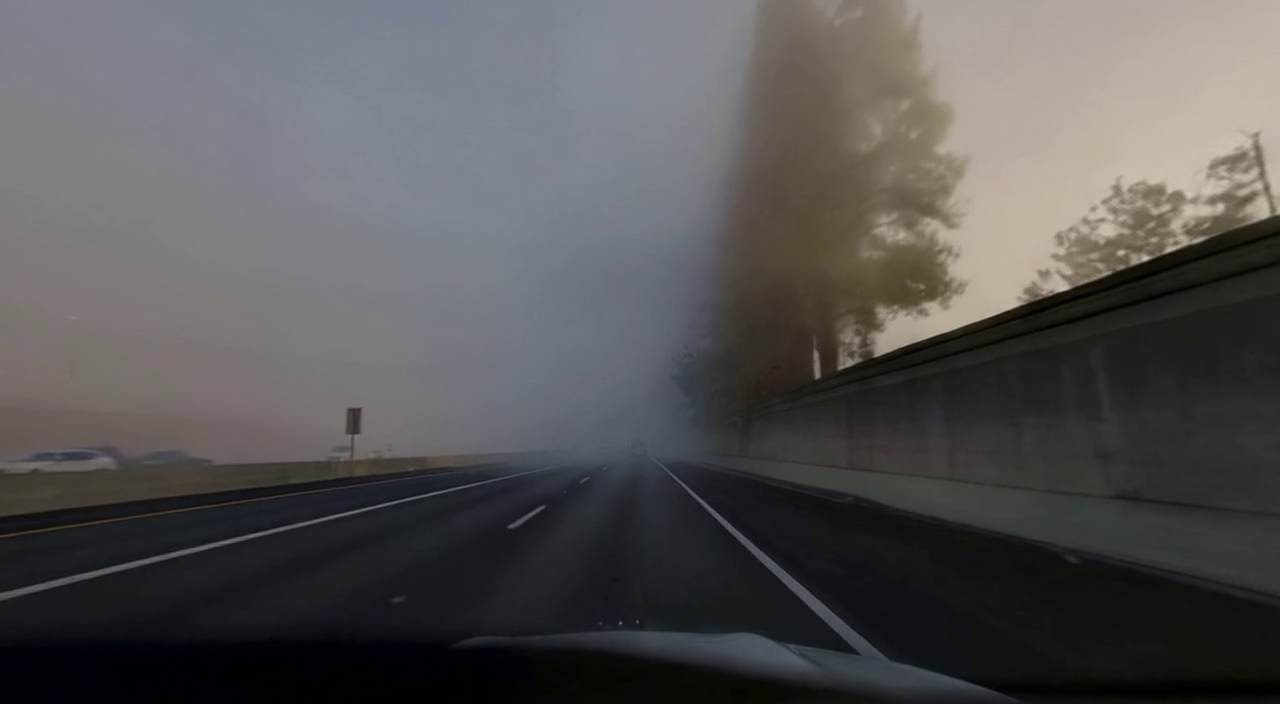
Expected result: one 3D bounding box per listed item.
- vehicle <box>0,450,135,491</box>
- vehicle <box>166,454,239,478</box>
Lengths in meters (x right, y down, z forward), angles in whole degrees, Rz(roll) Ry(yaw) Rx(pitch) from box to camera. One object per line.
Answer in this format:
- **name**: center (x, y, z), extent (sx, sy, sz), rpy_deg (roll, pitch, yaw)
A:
- **vehicle**: center (-25.724, 5.261, 28.392), extent (1.995, 1.653, 4.667), rpy_deg (0, -9, 0)
- **vehicle**: center (-30.061, 7.832, 43.422), extent (1.816, 1.491, 4.424), rpy_deg (0, -9, 0)
